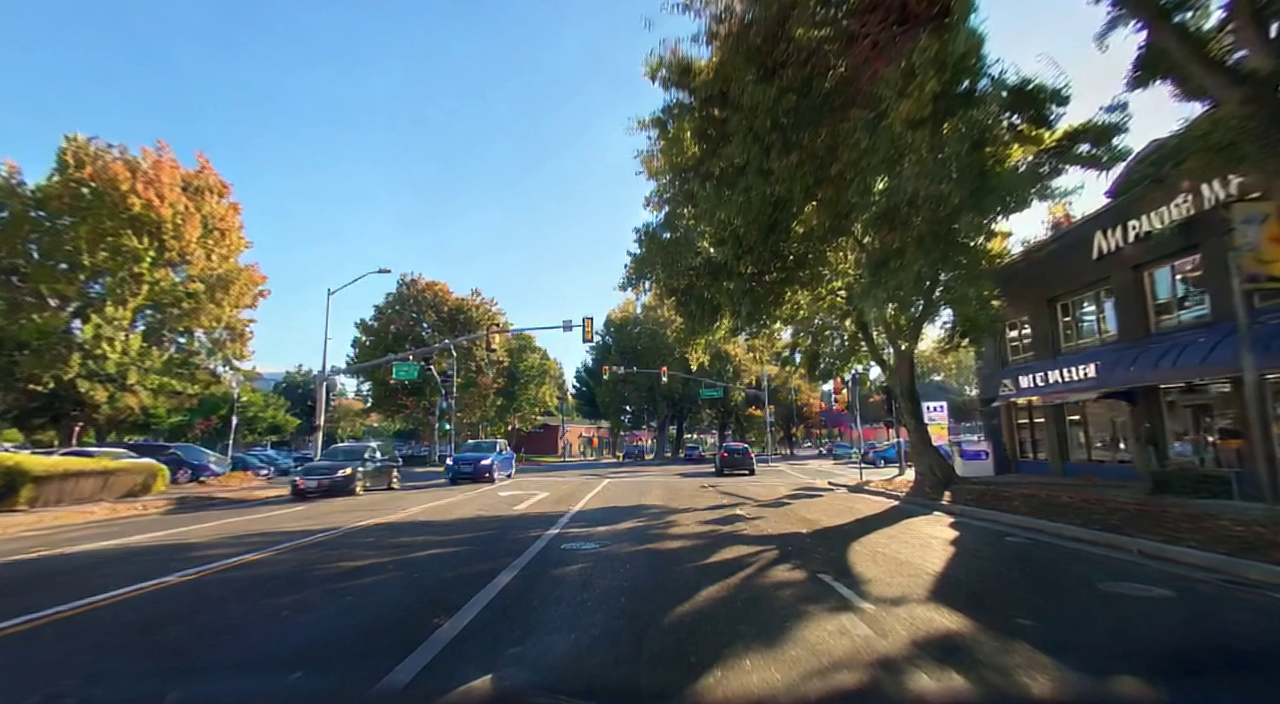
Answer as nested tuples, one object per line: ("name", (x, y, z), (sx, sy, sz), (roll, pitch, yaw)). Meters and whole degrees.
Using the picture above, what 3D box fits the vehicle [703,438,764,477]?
("vehicle", (4.305, 4.945, 29.771), (2.311, 1.715, 4.287), (0, -9, 1))

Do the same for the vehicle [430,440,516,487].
("vehicle", (-5.886, 3.971, 22.696), (2.052, 1.543, 3.719), (0, -9, 0))

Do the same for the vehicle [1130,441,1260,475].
("vehicle", (28.605, 5.466, 32.616), (4.639, 1.655, 2.118), (0, -9, 0))

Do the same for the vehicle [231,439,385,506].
("vehicle", (-9.828, 3.573, 19.191), (2.150, 1.774, 4.459), (0, -9, 1))

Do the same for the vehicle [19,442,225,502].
("vehicle", (-16.230, 3.749, 19.987), (4.612, 1.689, 2.098), (0, -8, -2))

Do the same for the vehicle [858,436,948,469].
("vehicle", (16.740, 6.422, 40.359), (4.713, 1.969, 2.201), (0, -9, 2))
